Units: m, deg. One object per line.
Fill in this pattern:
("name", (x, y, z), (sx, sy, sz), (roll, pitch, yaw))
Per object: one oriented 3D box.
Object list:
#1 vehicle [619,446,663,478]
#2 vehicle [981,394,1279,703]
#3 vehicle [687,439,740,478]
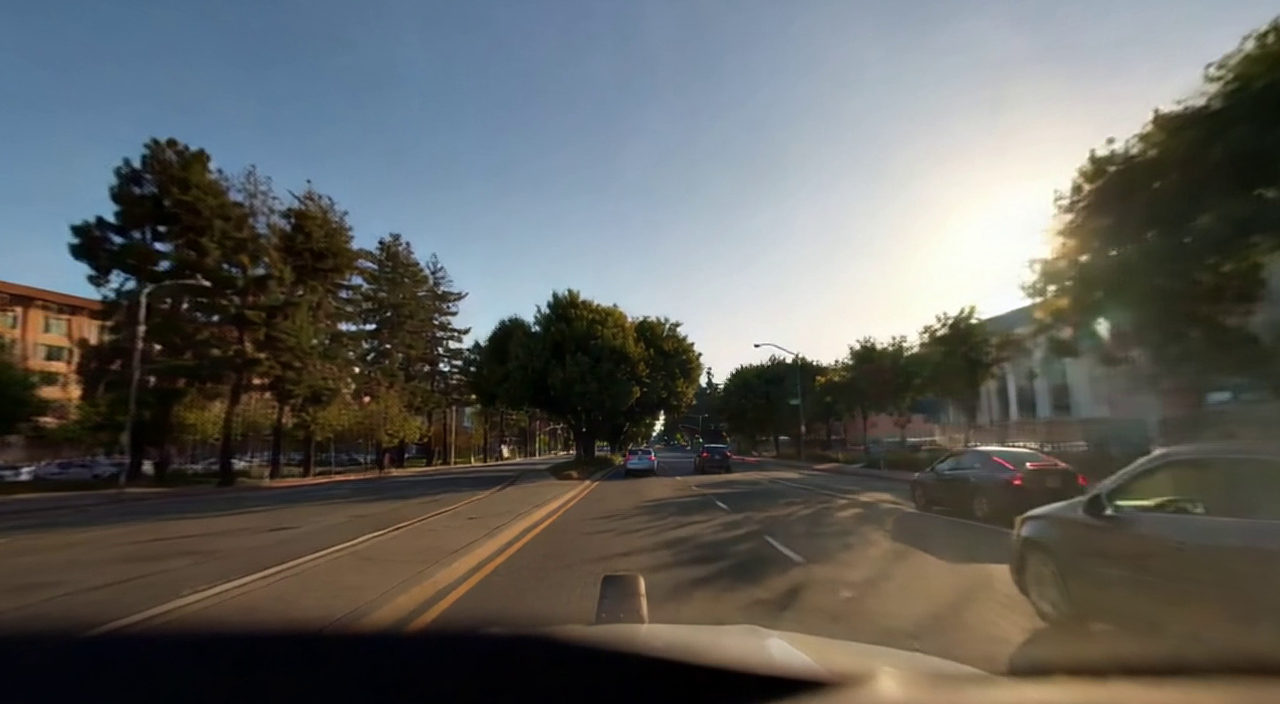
("vehicle", (0.038, 5.375, 31.135), (2.054, 1.446, 3.969), (0, -9, 0))
("vehicle", (3.754, 1.015, 3.130), (1.937, 1.538, 3.832), (0, -9, 0))
("vehicle", (3.616, 5.316, 31.782), (2.036, 1.757, 4.300), (0, -9, -1))
